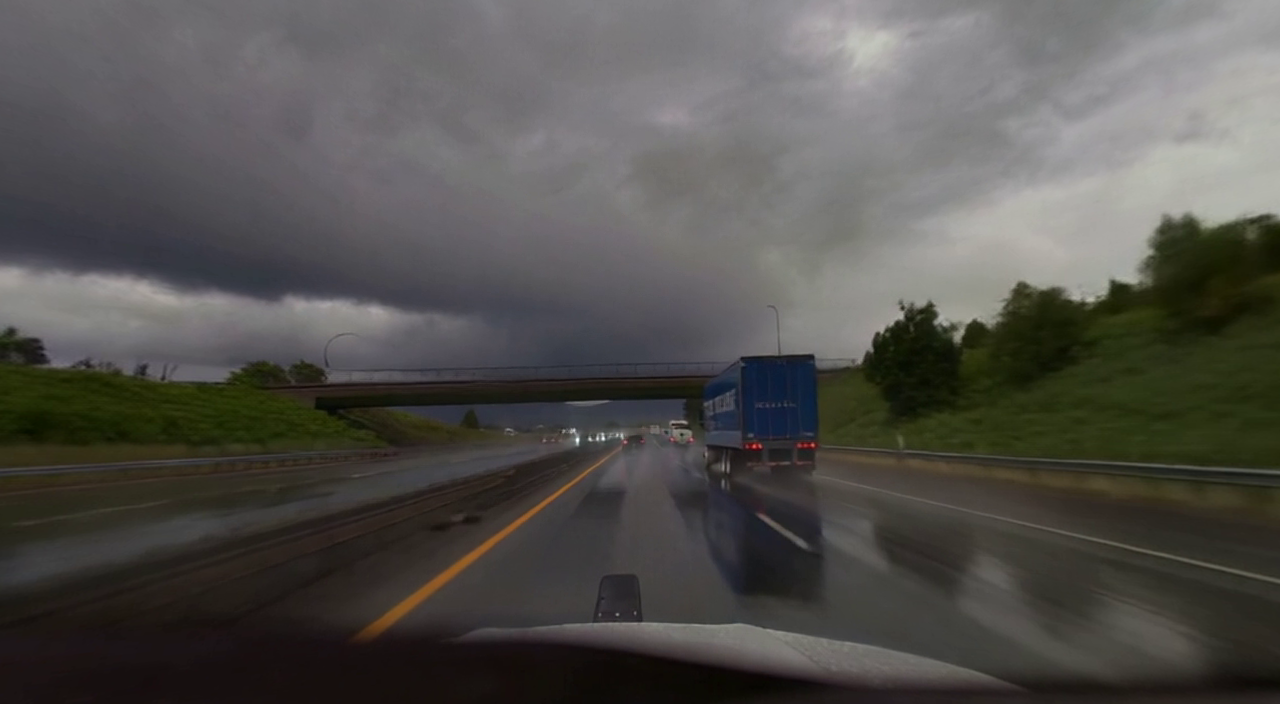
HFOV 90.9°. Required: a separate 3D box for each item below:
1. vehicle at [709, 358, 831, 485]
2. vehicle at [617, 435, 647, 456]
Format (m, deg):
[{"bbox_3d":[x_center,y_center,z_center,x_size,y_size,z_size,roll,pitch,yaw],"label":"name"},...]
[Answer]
[{"bbox_3d":[3.748,2.080,18.878,2.913,3.491,2.811,0,-7,-1],"label":"vehicle"},{"bbox_3d":[-0.555,6.457,43.703,1.996,1.325,4.029,0,-7,0],"label":"vehicle"}]
